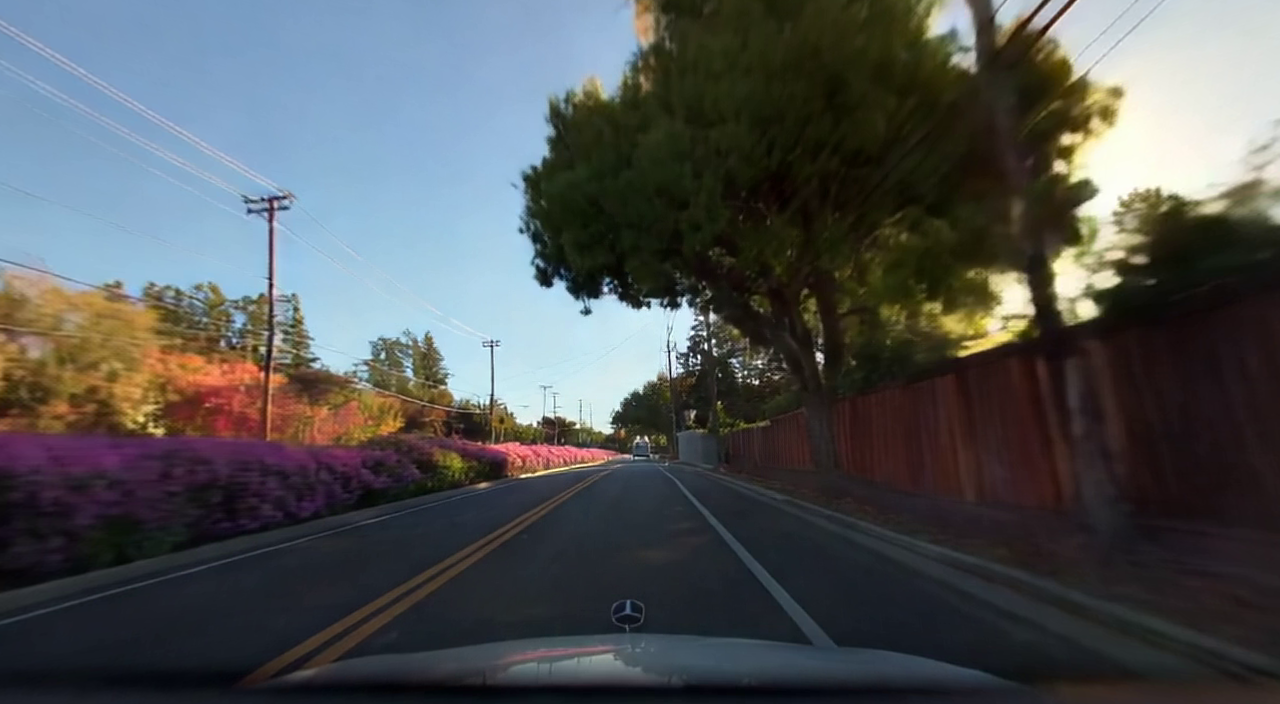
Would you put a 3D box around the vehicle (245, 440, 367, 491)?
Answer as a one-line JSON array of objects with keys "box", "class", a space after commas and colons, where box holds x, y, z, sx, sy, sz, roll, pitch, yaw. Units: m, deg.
[{"box": [-12.259, 4.166, 23.589, 1.989, 1.683, 4.615, 0, -8, 1], "class": "vehicle"}]
